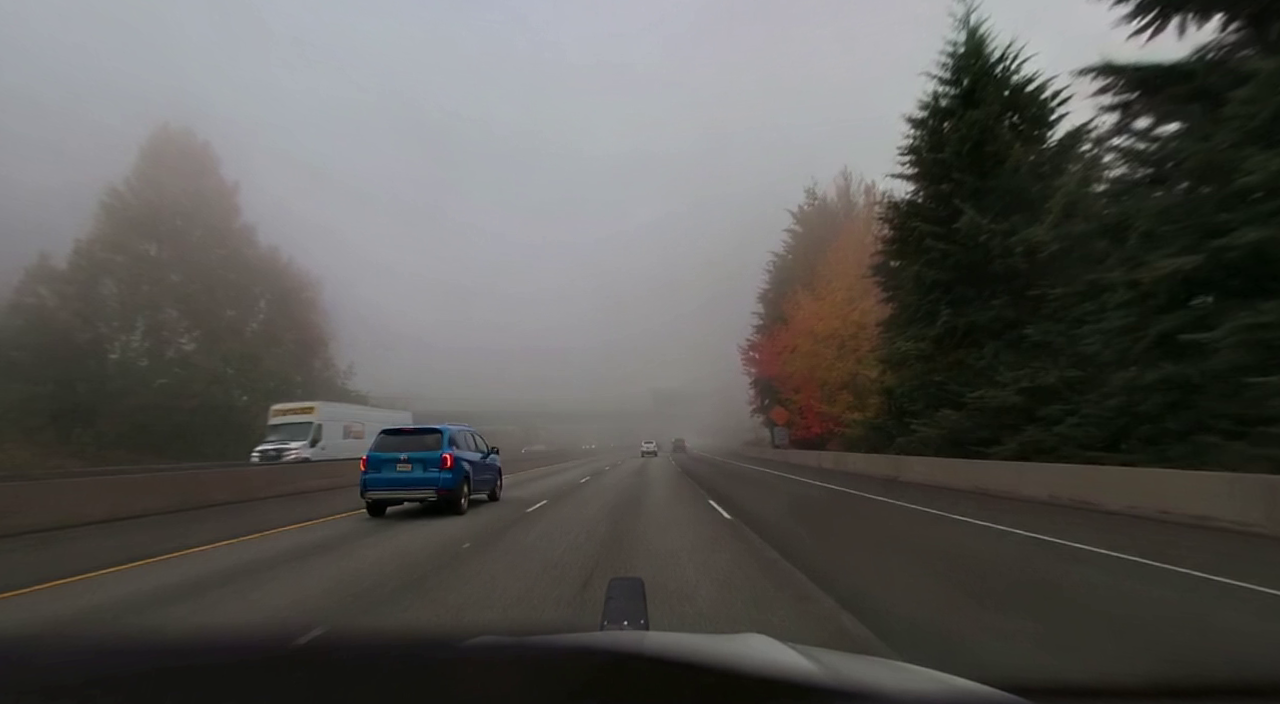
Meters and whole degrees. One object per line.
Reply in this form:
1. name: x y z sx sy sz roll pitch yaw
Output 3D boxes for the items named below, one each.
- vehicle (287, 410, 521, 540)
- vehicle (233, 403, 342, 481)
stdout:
1. vehicle: -3.575 1.966 10.672 2.177 1.707 4.432 0 -8 1
2. vehicle: -19.602 5.046 35.336 2.975 4.053 4.879 0 -8 2
